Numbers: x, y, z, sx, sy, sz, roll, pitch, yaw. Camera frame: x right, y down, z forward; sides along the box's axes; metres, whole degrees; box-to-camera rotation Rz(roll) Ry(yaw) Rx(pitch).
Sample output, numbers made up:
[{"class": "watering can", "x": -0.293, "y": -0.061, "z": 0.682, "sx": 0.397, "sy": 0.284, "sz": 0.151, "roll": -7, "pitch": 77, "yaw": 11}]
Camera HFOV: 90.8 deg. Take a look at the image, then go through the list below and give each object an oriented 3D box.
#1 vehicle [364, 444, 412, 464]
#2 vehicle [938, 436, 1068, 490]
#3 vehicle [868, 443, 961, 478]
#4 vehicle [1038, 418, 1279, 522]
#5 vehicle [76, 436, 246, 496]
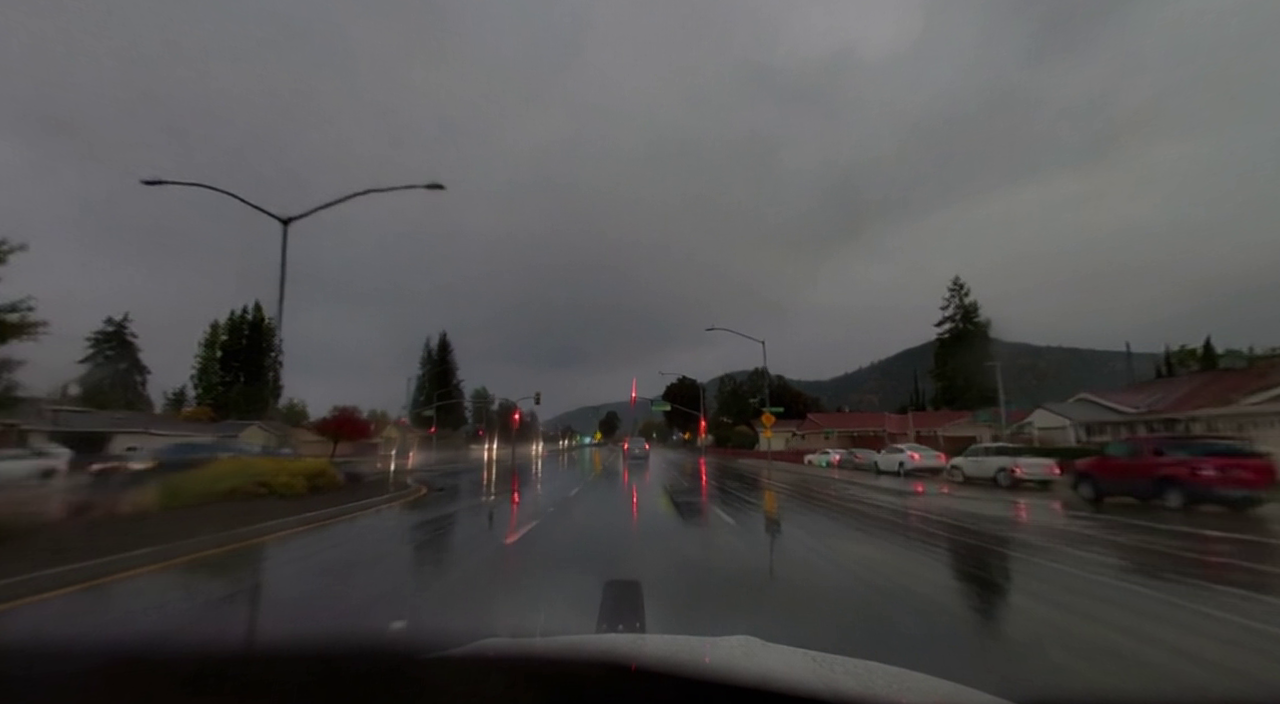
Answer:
[{"class": "vehicle", "x": -19.426, "y": 7.848, "z": 48.880, "sx": 1.918, "sy": 1.472, "sz": 4.360, "roll": 0, "pitch": -9, "yaw": 0}, {"class": "vehicle", "x": 12.651, "y": 3.877, "z": 22.405, "sx": 1.976, "sy": 1.706, "sz": 4.354, "roll": 0, "pitch": -9, "yaw": 0}, {"class": "vehicle", "x": 12.517, "y": 4.964, "z": 29.253, "sx": 2.128, "sy": 1.467, "sz": 4.987, "roll": 0, "pitch": -9, "yaw": 1}, {"class": "vehicle", "x": 12.677, "y": 2.730, "z": 14.979, "sx": 2.386, "sy": 1.919, "sz": 6.109, "roll": 0, "pitch": -10, "yaw": -1}, {"class": "vehicle", "x": -14.944, "y": 3.561, "z": 20.112, "sx": 1.857, "sy": 1.656, "sz": 4.514, "roll": 0, "pitch": -9, "yaw": 0}]
